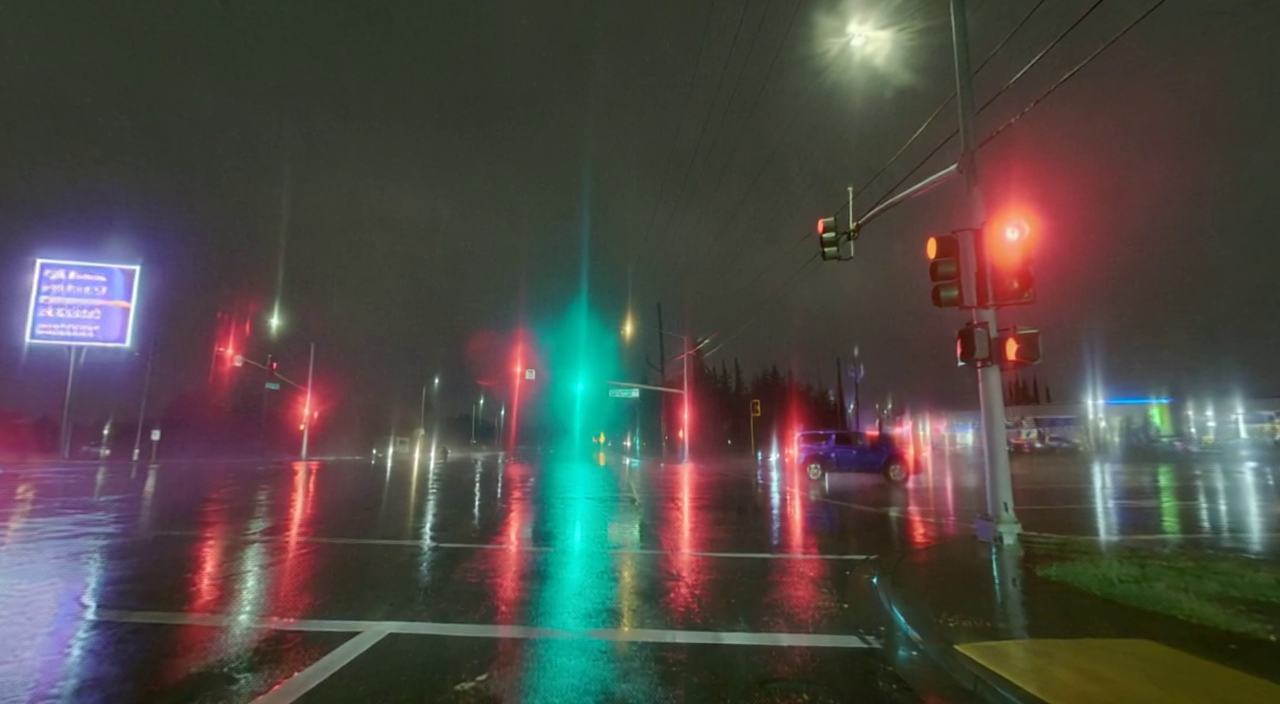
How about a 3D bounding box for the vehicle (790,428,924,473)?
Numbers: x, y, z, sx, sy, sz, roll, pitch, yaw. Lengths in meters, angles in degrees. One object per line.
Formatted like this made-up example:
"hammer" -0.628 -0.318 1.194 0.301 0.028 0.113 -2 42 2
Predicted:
"vehicle" 8.694 4.019 25.727 4.884 1.714 2.021 -2 -9 12
